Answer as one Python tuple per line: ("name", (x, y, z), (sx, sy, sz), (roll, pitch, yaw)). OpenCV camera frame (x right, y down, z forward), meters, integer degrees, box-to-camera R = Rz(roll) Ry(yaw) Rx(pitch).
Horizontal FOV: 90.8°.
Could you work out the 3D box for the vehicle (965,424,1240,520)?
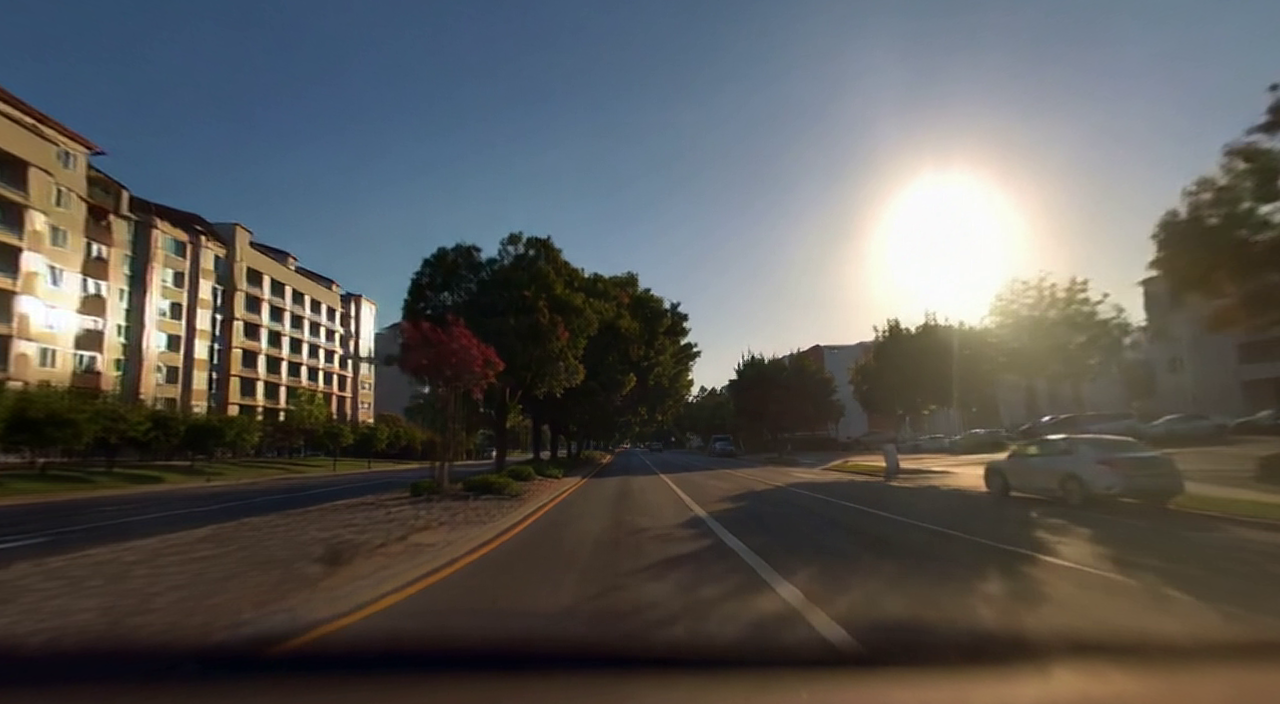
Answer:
("vehicle", (9.782, 2.571, 14.105), (2.065, 1.732, 5.036), (1, -9, -4))
